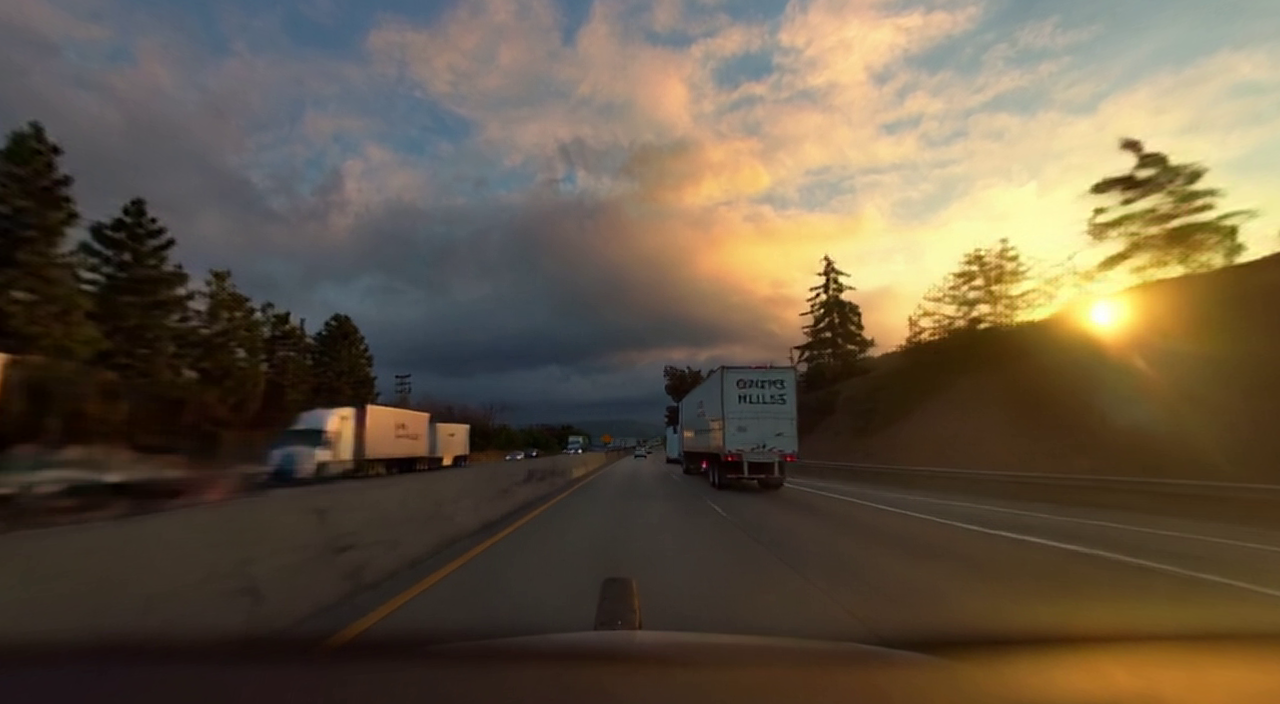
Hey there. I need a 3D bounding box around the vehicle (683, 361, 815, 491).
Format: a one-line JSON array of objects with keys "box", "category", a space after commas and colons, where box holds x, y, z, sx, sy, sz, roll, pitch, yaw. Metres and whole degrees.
[{"box": [3.887, 3.388, 26.711, 2.926, 4.060, 14.068, 0, -9, -1], "category": "vehicle"}]

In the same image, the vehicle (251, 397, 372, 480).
[{"box": [-17.114, 4.638, 33.351, 3.000, 3.983, 5.883, 0, -9, 1], "category": "vehicle"}]

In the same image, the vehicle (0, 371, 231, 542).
[{"box": [-12.746, 2.315, 14.185, 2.790, 3.017, 6.137, 0, -9, 0], "category": "vehicle"}]
